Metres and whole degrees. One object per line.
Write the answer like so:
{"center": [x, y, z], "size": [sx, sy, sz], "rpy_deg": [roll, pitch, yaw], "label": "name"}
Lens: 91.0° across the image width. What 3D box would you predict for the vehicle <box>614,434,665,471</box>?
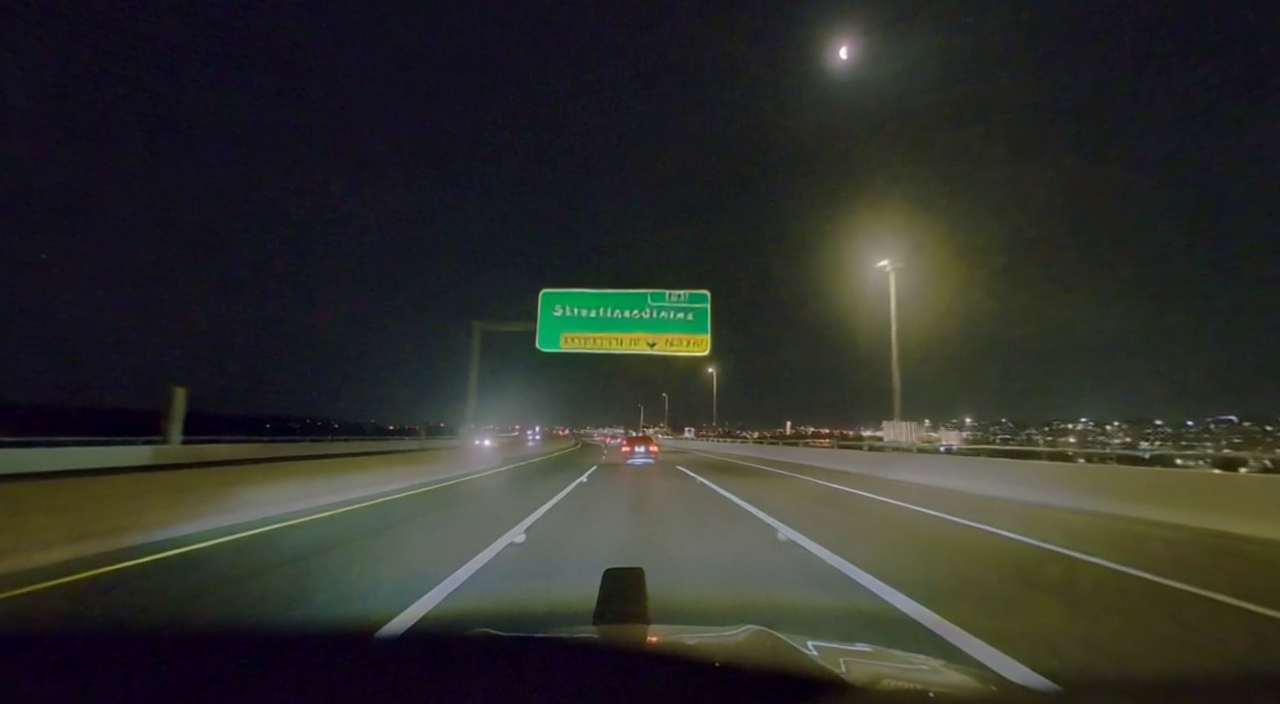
{"center": [-0.042, 4.510, 28.361], "size": [2.130, 1.512, 4.057], "rpy_deg": [1, -8, 0], "label": "vehicle"}
